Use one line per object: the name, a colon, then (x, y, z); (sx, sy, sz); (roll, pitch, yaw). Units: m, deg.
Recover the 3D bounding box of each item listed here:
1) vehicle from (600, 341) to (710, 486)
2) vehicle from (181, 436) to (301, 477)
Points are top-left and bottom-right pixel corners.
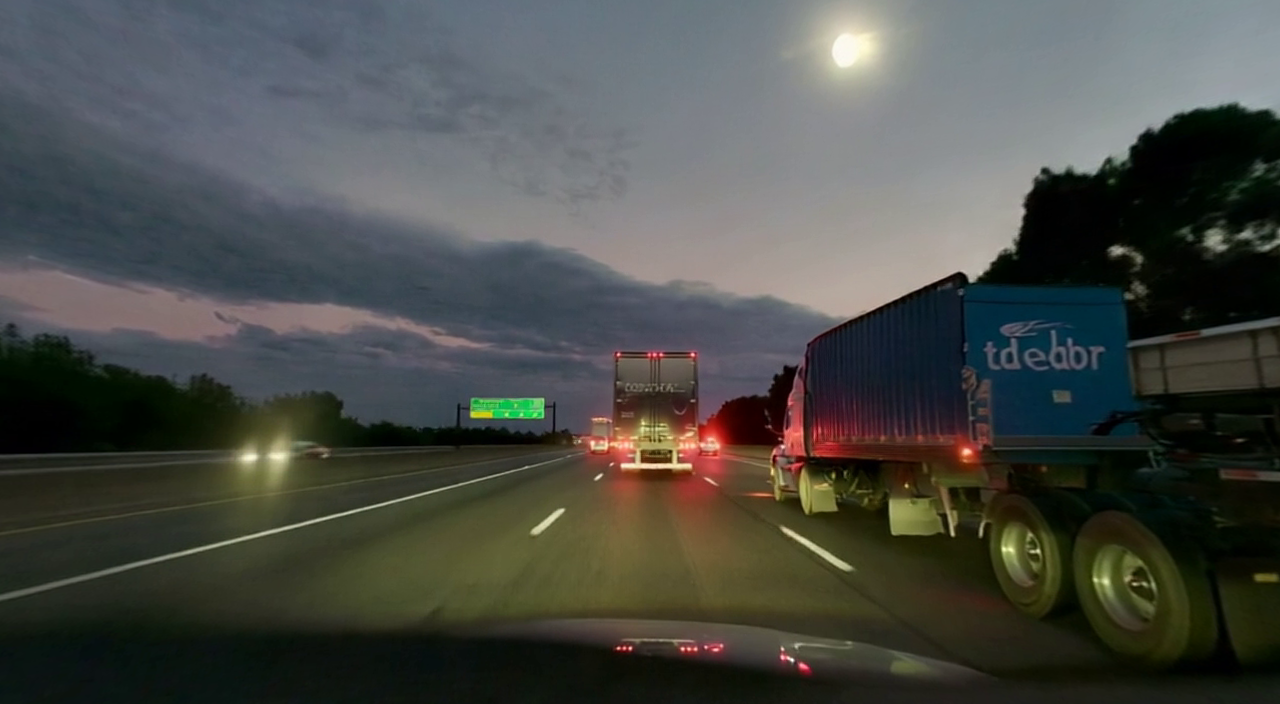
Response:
vehicle: (0.362, 2.290, 21.861); (2.920, 3.860, 10.035); (0, -8, 0)
vehicle: (-16.735, 4.373, 26.668); (2.327, 1.597, 4.211); (0, -8, 0)
